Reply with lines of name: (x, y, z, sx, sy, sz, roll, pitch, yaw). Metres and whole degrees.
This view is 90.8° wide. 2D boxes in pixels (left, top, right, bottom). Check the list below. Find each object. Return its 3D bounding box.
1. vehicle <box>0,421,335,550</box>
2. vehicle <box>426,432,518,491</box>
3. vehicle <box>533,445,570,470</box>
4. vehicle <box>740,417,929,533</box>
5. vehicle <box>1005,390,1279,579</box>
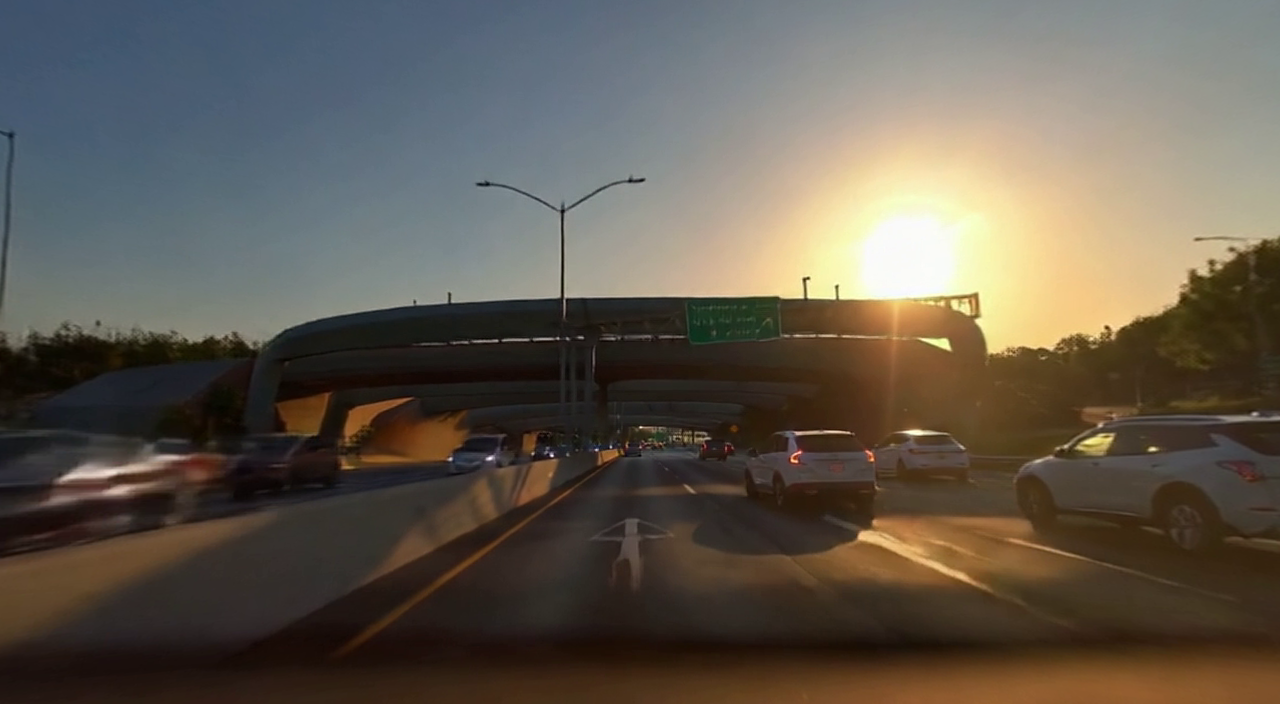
vehicle: (-9.060, 2.597, 13.239, 2.273, 2.041, 6.129, 0, -8, 0)
vehicle: (-5.749, 3.794, 22.284, 2.048, 1.838, 4.587, 0, -8, -1)
vehicle: (-5.816, 6.940, 41.816, 1.888, 1.532, 3.906, 0, -8, 0)
vehicle: (3.242, 2.151, 11.616, 2.059, 1.711, 4.302, 0, -8, 0)
vehicle: (7.166, 1.557, 7.989, 2.040, 1.801, 4.959, 0, -8, -1)
